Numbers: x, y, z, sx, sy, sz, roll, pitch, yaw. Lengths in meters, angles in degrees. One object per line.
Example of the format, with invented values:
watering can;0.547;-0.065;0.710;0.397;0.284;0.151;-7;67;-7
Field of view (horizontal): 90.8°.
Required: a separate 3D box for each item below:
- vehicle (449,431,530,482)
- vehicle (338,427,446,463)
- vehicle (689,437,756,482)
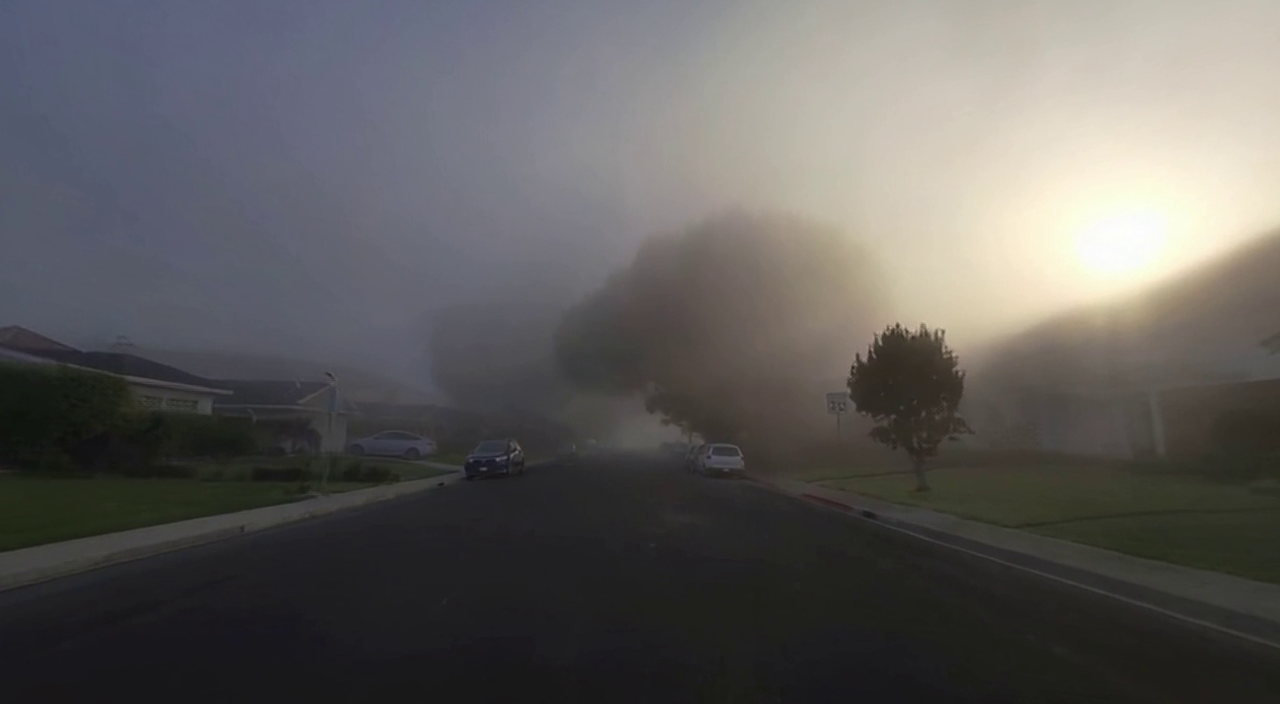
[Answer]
vehicle;-6.406;4.548;27.701;2.322;1.949;5.695;-1;-9;-2
vehicle;-13.536;5.134;34.750;5.024;1.903;2.102;0;-9;0
vehicle;3.405;4.554;26.988;2.033;1.730;4.554;0;-9;-2
